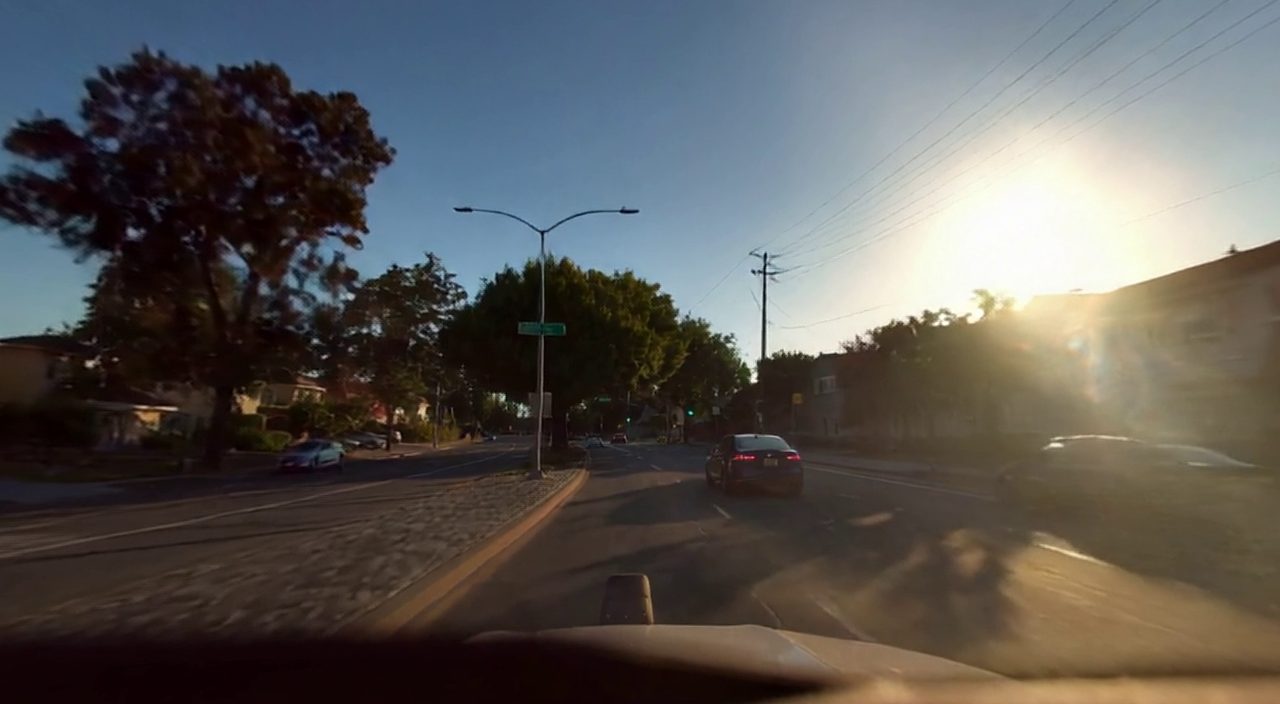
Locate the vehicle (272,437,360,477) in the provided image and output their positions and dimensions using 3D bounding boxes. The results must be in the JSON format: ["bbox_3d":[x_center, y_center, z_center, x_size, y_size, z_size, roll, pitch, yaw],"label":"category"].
[{"bbox_3d":[-14.473,4.718,28.462,1.949,1.642,4.376,1,-9,-5],"label":"vehicle"}]

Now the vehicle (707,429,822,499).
[{"bbox_3d":[2.901,2.727,15.698,1.960,1.479,4.086,0,-9,-1],"label":"vehicle"}]

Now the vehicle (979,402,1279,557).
[{"bbox_3d":[6.866,1.668,8.856,2.008,1.614,4.369,-1,-9,4],"label":"vehicle"}]
